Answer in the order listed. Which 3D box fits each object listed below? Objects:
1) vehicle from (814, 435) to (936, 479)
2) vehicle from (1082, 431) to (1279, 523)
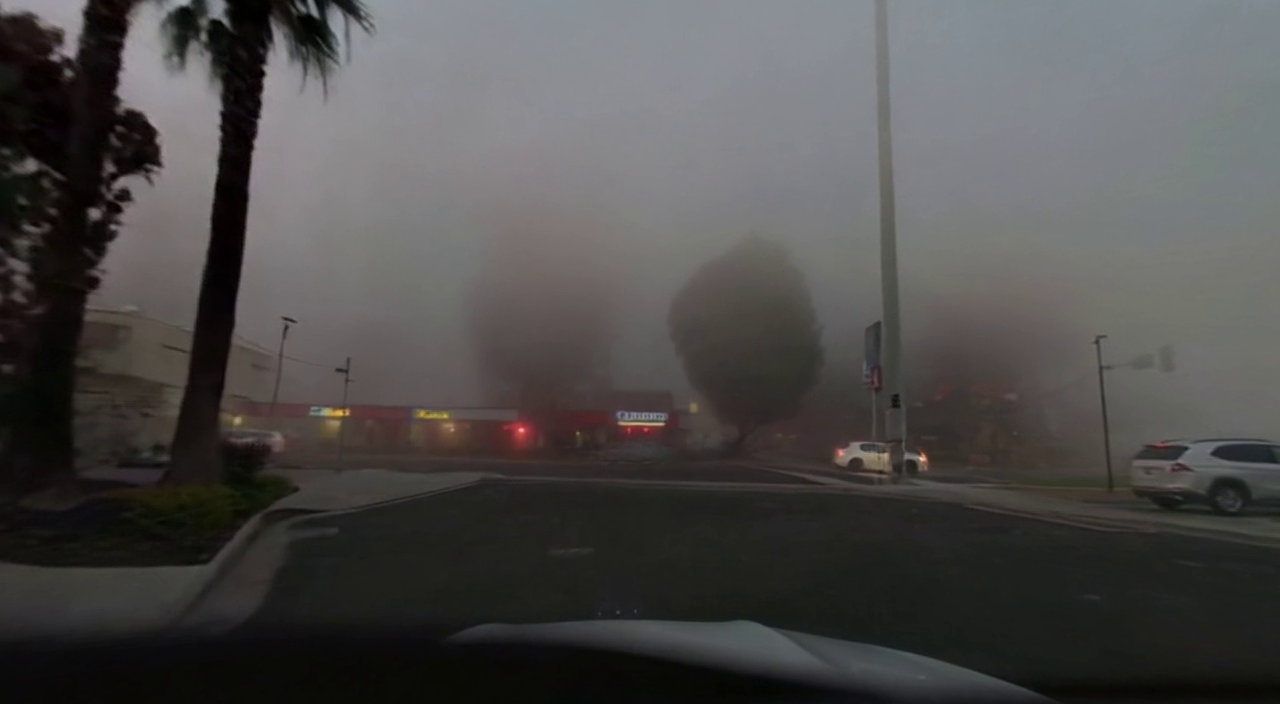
[{"bbox_3d":[9.881,4.445,26.775,4.211,1.756,2.158,2,-9,-8],"label":"vehicle"},{"bbox_3d":[11.932,2.558,13.399,1.870,1.611,3.978,1,-9,-8],"label":"vehicle"}]
